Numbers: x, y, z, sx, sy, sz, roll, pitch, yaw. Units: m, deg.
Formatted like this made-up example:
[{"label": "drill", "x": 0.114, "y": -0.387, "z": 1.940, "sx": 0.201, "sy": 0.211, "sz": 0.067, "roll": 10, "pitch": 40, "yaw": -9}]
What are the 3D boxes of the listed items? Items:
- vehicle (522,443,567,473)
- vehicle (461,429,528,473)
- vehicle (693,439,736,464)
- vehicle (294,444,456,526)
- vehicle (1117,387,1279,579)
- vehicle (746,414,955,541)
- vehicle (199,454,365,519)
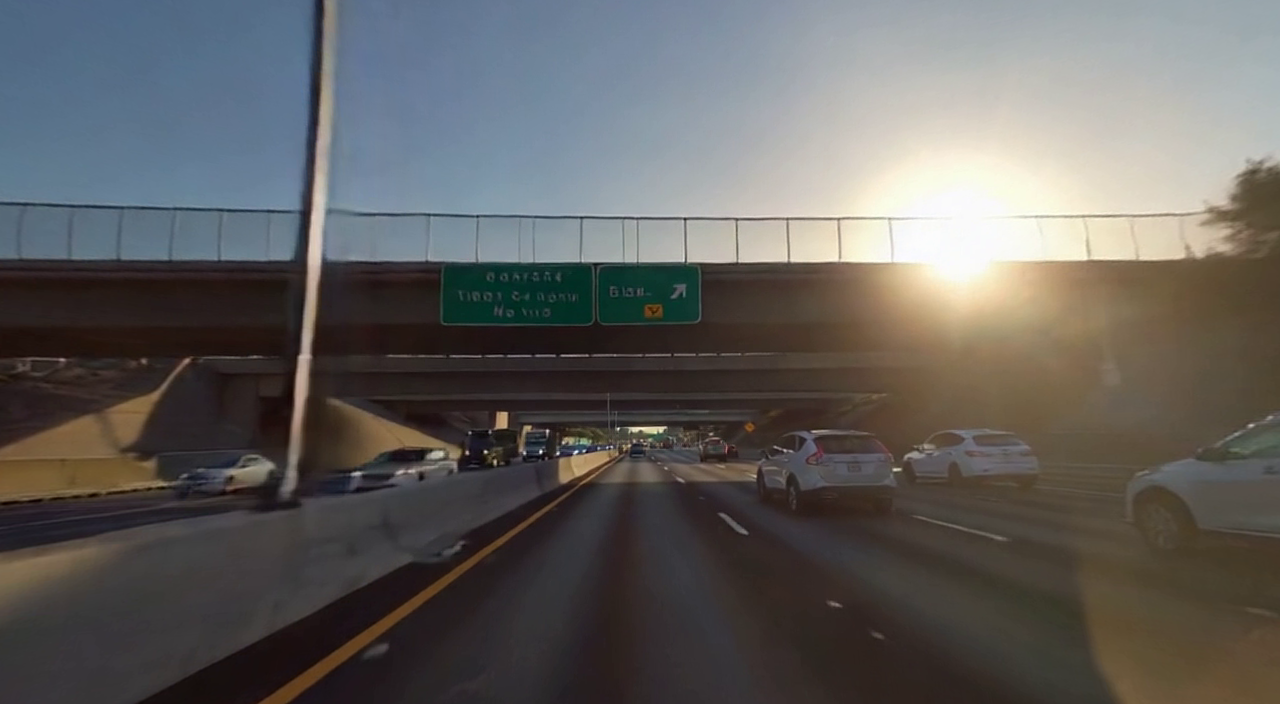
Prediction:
[{"label": "vehicle", "x": -5.732, "y": 6.398, "z": 38.372, "sx": 2.037, "sy": 1.700, "sz": 4.417, "roll": 0, "pitch": -9, "yaw": 0}, {"label": "vehicle", "x": -9.472, "y": 6.526, "z": 41.772, "sx": 2.786, "sy": 2.696, "sz": 6.461, "roll": 0, "pitch": -9, "yaw": 1}, {"label": "vehicle", "x": 5.803, "y": 7.840, "z": 49.921, "sx": 2.434, "sy": 1.869, "sz": 5.553, "roll": 0, "pitch": -9, "yaw": -3}, {"label": "vehicle", "x": -5.609, "y": 2.824, "z": 14.002, "sx": 1.888, "sy": 1.532, "sz": 3.906, "roll": 0, "pitch": -9, "yaw": 0}, {"label": "vehicle", "x": 7.090, "y": 1.152, "z": 5.406, "sx": 2.040, "sy": 1.801, "sz": 4.959, "roll": 0, "pitch": -9, "yaw": -1}, {"label": "vehicle", "x": 3.243, "y": 2.039, "z": 10.854, "sx": 2.059, "sy": 1.711, "sz": 4.302, "roll": 0, "pitch": -9, "yaw": 0}, {"label": "vehicle", "x": -9.516, "y": 3.562, "z": 17.305, "sx": 1.993, "sy": 1.473, "sz": 4.387, "roll": 0, "pitch": -9, "yaw": 0}]
